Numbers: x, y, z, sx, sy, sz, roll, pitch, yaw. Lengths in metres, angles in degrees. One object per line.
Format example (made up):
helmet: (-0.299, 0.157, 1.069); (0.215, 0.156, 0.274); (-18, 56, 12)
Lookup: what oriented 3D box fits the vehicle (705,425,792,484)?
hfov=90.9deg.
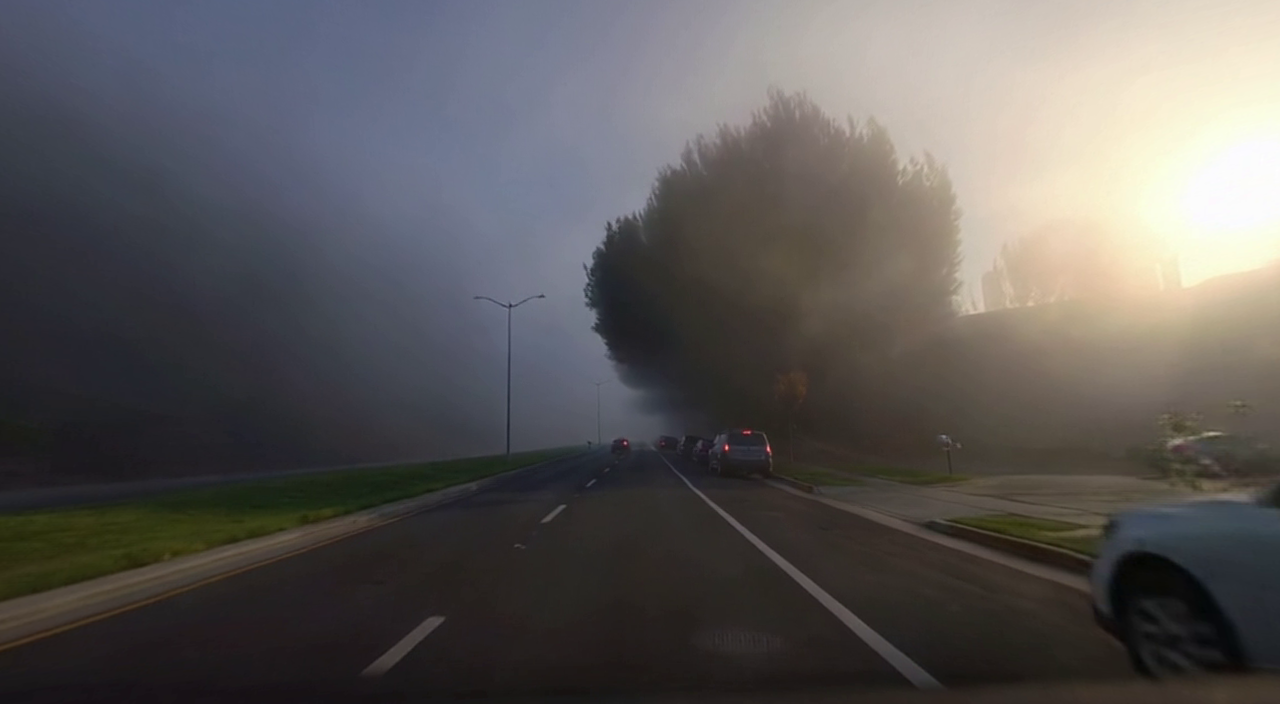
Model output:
vehicle: (3.795, 3.676, 22.930); (2.226, 1.889, 4.543); (0, -8, -1)

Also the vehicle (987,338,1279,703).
vehicle: (3.659, 0.724, 1.900); (2.250, 1.720, 5.033); (0, -8, -1)
